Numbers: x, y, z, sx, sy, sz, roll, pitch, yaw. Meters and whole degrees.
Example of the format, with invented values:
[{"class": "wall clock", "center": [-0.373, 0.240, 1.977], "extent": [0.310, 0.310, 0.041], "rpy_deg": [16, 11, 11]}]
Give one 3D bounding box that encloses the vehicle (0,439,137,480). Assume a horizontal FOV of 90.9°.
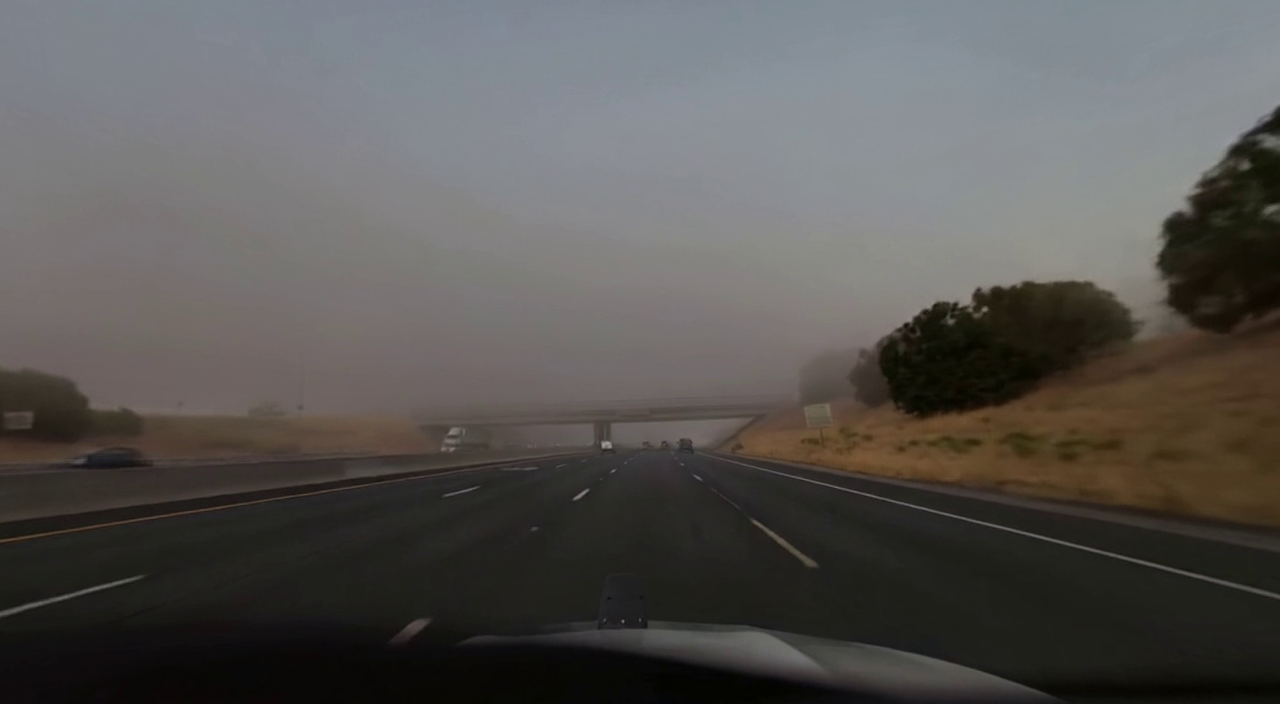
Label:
[{"class": "vehicle", "center": [-28.811, 5.353, 31.676], "extent": [2.099, 1.830, 5.661], "rpy_deg": [-1, -9, 4]}]
